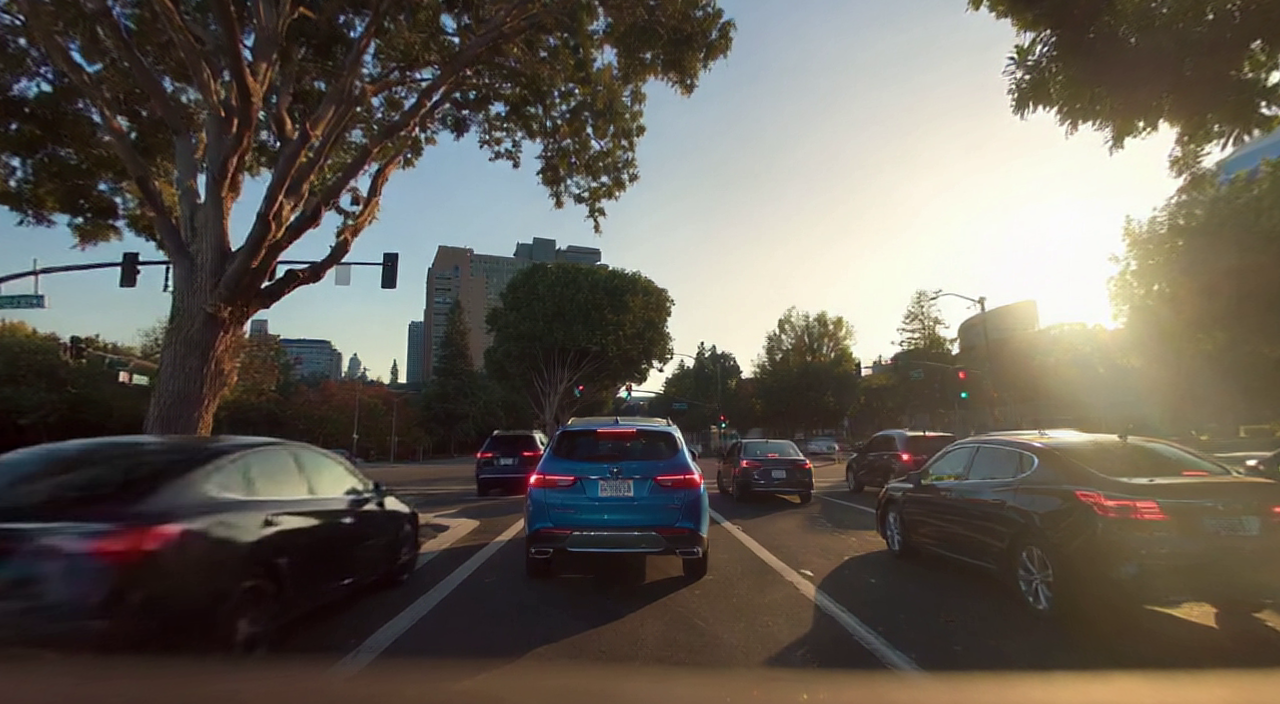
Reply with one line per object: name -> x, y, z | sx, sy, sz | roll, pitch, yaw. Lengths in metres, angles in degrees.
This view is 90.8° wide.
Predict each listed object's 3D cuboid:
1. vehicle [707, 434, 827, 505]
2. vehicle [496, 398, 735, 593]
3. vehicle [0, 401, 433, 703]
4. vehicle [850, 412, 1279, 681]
vehicle -> 2.974, 2.855, 15.769 | 1.950, 1.506, 4.086 | 0, -8, -3
vehicle -> -0.273, 1.557, 7.616 | 2.101, 1.707, 3.904 | 0, -8, -2
vehicle -> -3.168, 1.241, 4.363 | 2.077, 1.493, 4.281 | 0, -9, -1
vehicle -> 3.618, 1.394, 5.696 | 1.861, 1.478, 4.185 | 0, -8, -2
